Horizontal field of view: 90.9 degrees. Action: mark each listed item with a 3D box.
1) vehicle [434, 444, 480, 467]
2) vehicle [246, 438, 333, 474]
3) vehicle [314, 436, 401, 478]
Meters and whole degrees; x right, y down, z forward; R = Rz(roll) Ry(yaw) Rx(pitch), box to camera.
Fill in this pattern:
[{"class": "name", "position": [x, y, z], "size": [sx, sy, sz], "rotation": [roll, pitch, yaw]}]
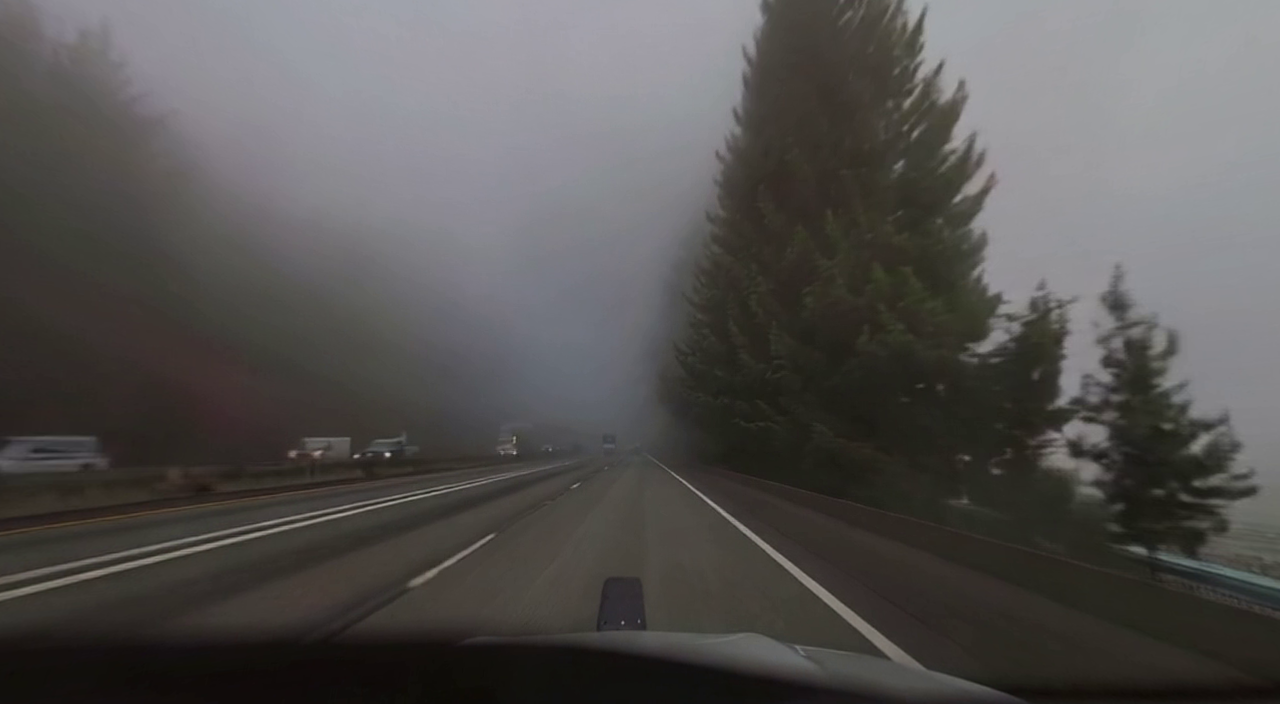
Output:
[{"class": "vehicle", "position": [-12.529, 7.105, 43.309], "size": [1.887, 1.507, 4.030], "rotation": [0, -9, 1]}, {"class": "vehicle", "position": [-17.921, 5.349, 32.492], "size": [2.011, 1.738, 4.256], "rotation": [0, -9, 0]}, {"class": "vehicle", "position": [-12.424, 4.648, 28.016], "size": [1.869, 1.684, 4.115], "rotation": [0, -9, 1]}]
